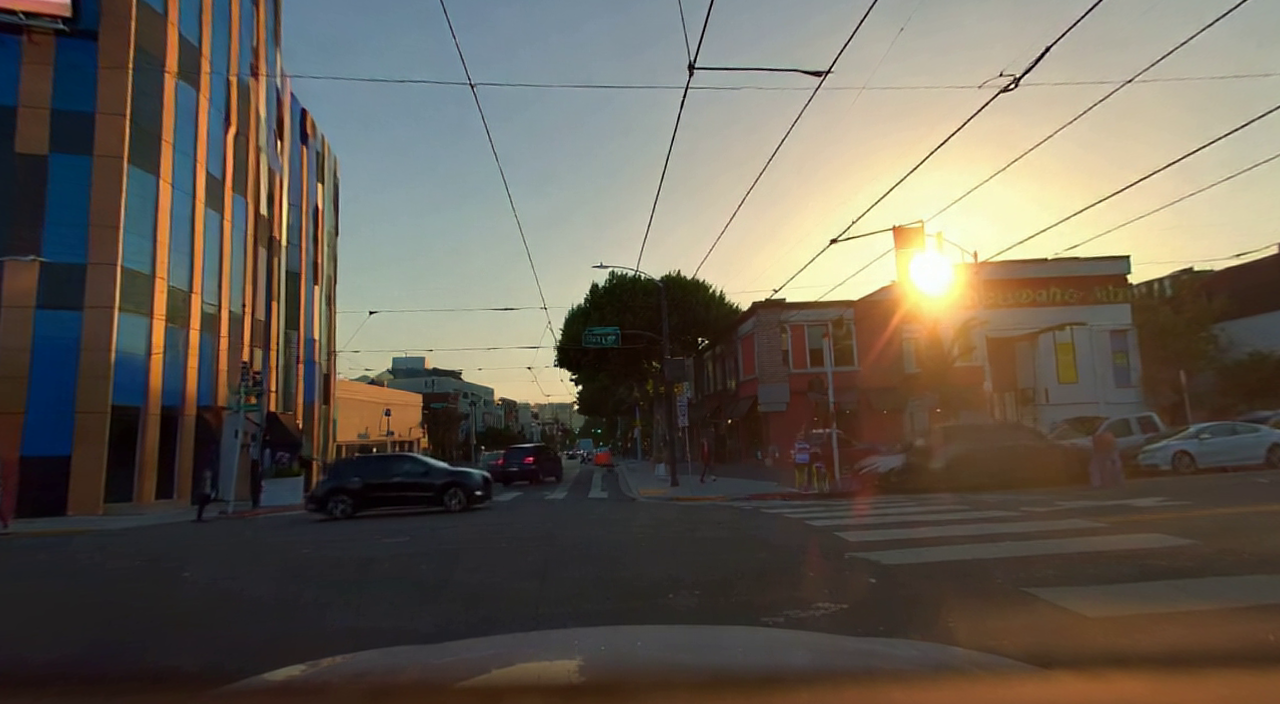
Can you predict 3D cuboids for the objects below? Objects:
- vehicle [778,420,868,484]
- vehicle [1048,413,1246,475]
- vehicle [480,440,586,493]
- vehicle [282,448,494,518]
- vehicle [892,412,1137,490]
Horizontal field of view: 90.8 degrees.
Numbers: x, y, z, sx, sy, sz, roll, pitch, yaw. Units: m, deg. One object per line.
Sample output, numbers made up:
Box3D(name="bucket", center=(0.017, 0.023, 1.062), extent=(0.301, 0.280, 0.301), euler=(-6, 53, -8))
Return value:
Box3D(name="vehicle", center=(7.551, 4.111, 26.628), extent=(2.316, 2.425, 4.466), euler=(1, -7, -2))
Box3D(name="vehicle", center=(16.753, 3.051, 21.068), extent=(4.944, 1.946, 1.952), euler=(0, -8, -3))
Box3D(name="vehicle", center=(-4.249, 4.647, 26.123), extent=(2.137, 1.910, 5.120), euler=(-3, -9, 18))
Box3D(name="vehicle", center=(-6.294, 3.309, 16.277), extent=(4.637, 1.624, 1.927), euler=(0, -8, -3))
Box3D(name="vehicle", center=(8.871, 2.407, 15.271), extent=(4.629, 1.696, 2.098), euler=(1, -10, -6))
